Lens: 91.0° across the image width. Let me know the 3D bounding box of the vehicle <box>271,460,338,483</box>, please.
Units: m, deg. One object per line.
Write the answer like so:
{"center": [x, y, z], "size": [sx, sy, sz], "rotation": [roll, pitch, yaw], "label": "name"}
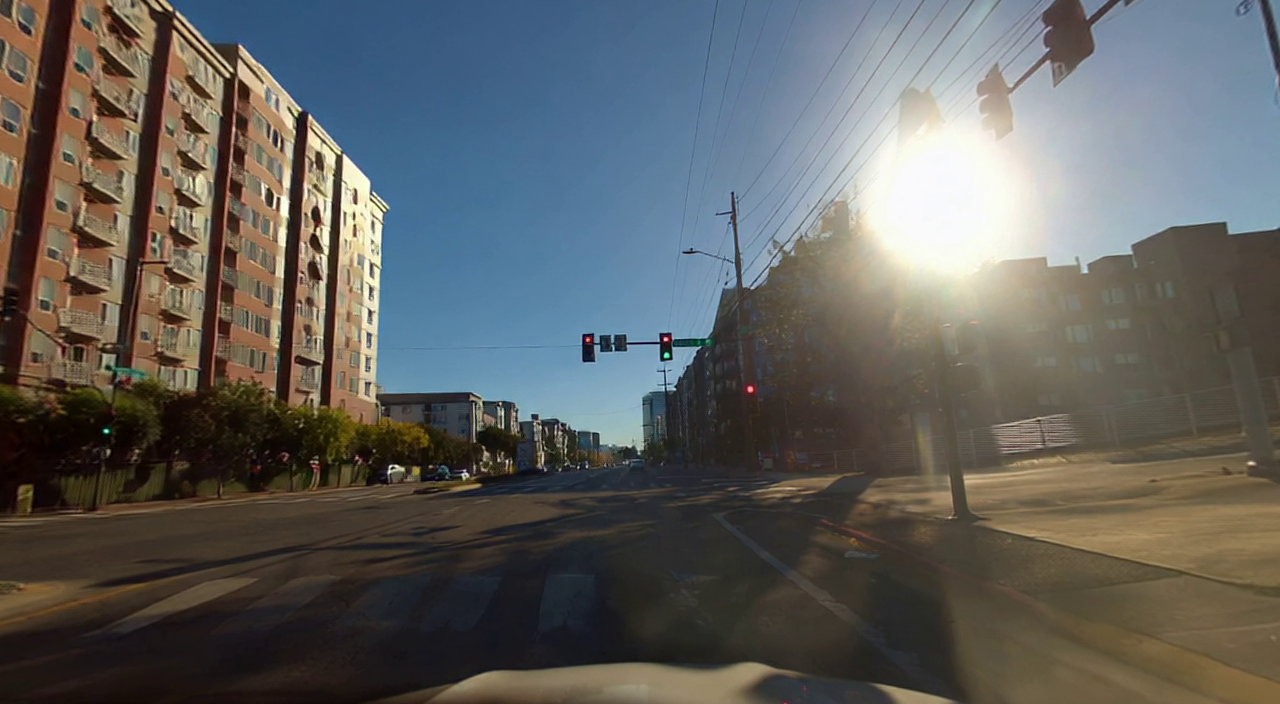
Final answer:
{"center": [-24.629, 8.778, 46.286], "size": [3.882, 1.600, 1.768], "rotation": [0, -9, 2], "label": "vehicle"}
